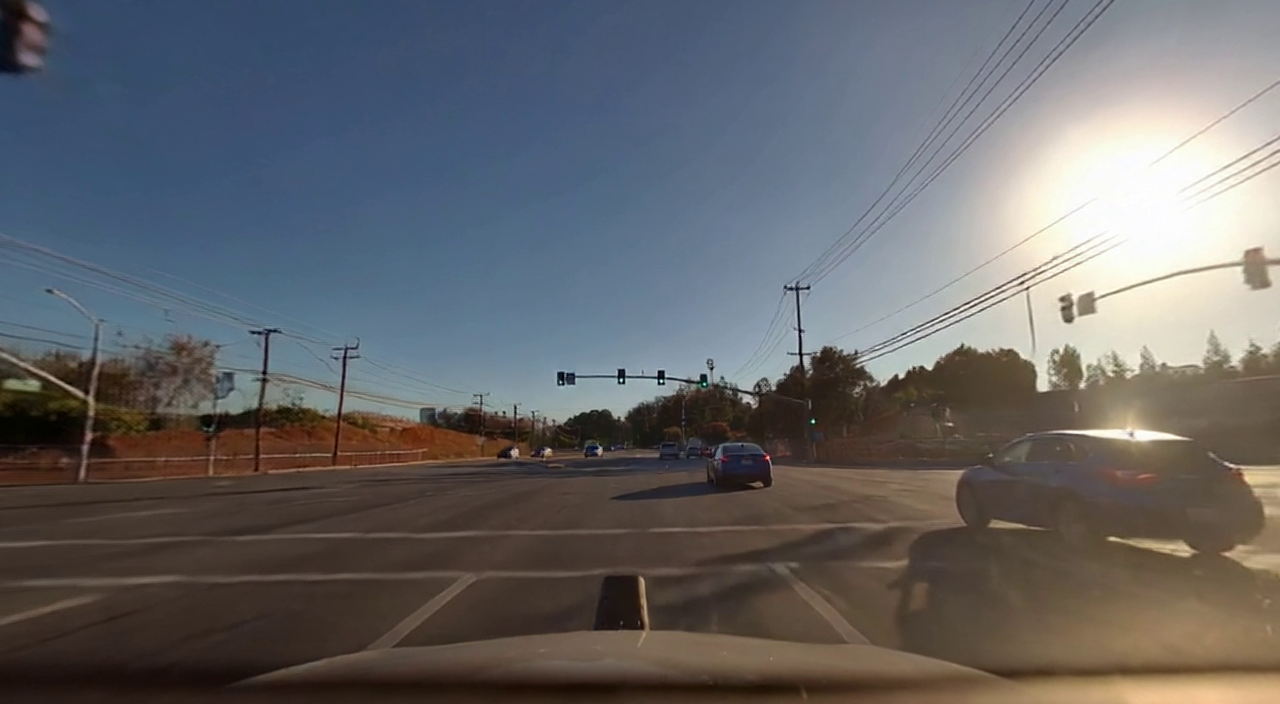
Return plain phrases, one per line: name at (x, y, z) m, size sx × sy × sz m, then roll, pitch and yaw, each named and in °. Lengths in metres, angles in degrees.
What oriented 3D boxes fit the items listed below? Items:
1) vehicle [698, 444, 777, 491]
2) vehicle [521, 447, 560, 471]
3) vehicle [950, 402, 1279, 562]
vehicle at (3.256, 3.974, 22.083) m, size 2.035 × 1.460 × 4.392 m, roll 0°, pitch -9°, yaw 0°
vehicle at (-7.742, 8.360, 49.485) m, size 1.933 × 1.502 × 4.946 m, roll -6°, pitch -8°, yaw 2°
vehicle at (6.761, 1.790, 9.387) m, size 2.029 × 1.795 × 4.371 m, roll 0°, pitch -9°, yaw 0°
